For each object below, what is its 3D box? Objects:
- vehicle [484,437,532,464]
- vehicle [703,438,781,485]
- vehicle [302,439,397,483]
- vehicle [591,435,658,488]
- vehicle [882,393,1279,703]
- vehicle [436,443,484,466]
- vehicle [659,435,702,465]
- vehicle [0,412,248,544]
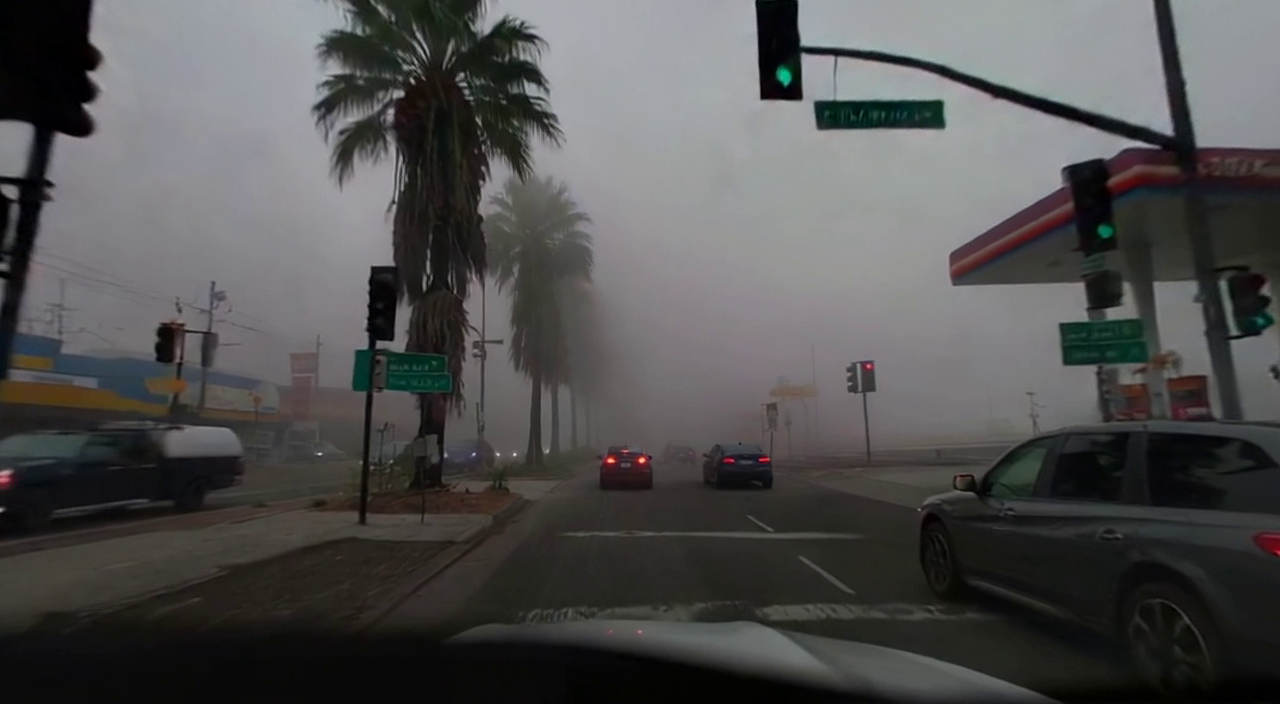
[{"bbox_3d":[-8.788,6.611,42.535,1.980,1.719,4.963,0,-8,2],"label":"vehicle"},{"bbox_3d":[3.410,3.763,22.042,1.889,1.448,4.262,0,-8,-2],"label":"vehicle"},{"bbox_3d":[-12.540,4.719,27.658,2.006,1.737,4.537,0,-8,0],"label":"vehicle"},{"bbox_3d":[-0.514,3.588,21.030,2.021,1.550,4.090,0,-8,-1],"label":"vehicle"},{"bbox_3d":[3.392,1.131,4.000,1.987,1.474,4.198,0,-8,-1],"label":"vehicle"},{"bbox_3d":[-12.119,6.922,42.880,1.908,1.506,4.397,0,-8,1],"label":"vehicle"},{"bbox_3d":[2.541,6.318,40.977,2.299,1.803,5.434,0,-8,-1],"label":"vehicle"},{"bbox_3d":[-10.178,2.171,11.491,2.252,1.871,5.727,-1,-8,2],"label":"vehicle"}]
